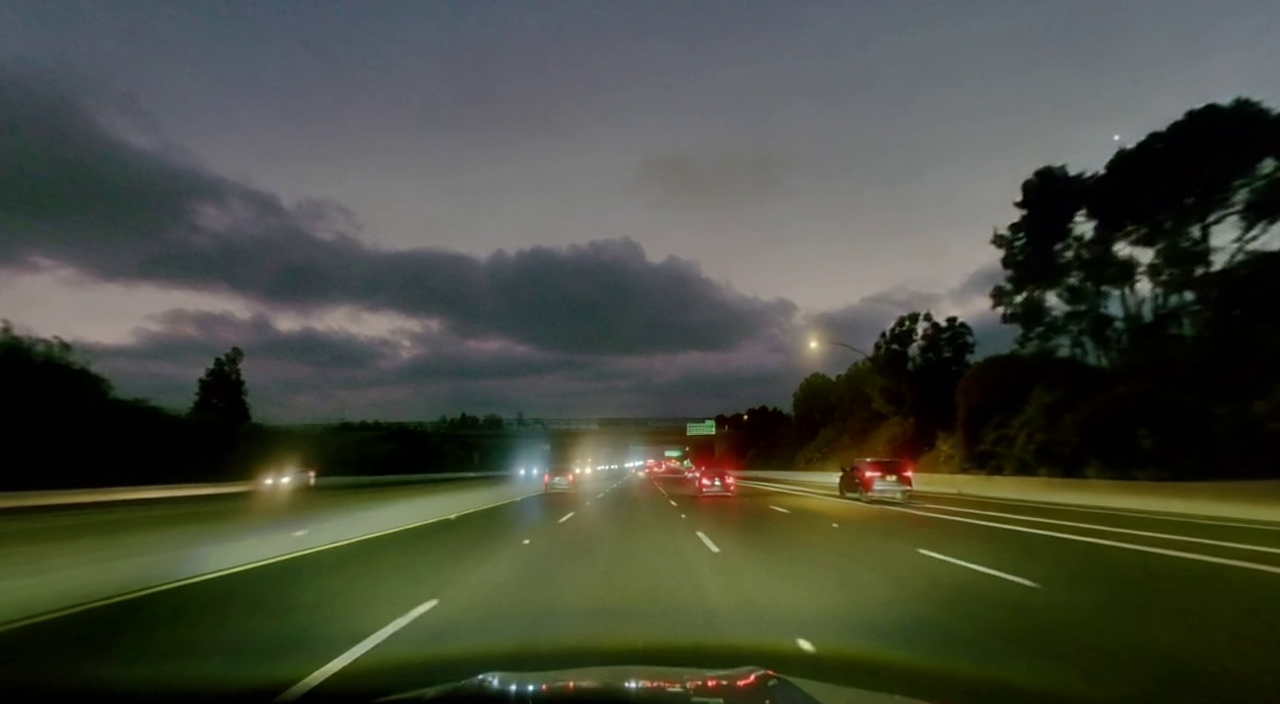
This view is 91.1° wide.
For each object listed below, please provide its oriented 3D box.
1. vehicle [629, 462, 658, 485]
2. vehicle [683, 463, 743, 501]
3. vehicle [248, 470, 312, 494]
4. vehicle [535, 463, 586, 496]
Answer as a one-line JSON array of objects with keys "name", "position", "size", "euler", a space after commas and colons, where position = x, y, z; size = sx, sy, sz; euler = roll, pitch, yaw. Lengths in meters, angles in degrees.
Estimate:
[{"name": "vehicle", "position": [0.257, 9.600, 49.567], "size": [2.181, 1.698, 4.056], "euler": [1, -10, 0]}, {"name": "vehicle", "position": [3.186, 5.787, 28.245], "size": [2.092, 1.518, 4.348], "euler": [1, -10, -2]}, {"name": "vehicle", "position": [-28.181, 10.172, 49.334], "size": [2.133, 1.712, 4.547], "euler": [0, -10, 2]}, {"name": "vehicle", "position": [-3.891, 6.331, 31.374], "size": [1.975, 1.486, 3.903], "euler": [1, -10, 0]}]
